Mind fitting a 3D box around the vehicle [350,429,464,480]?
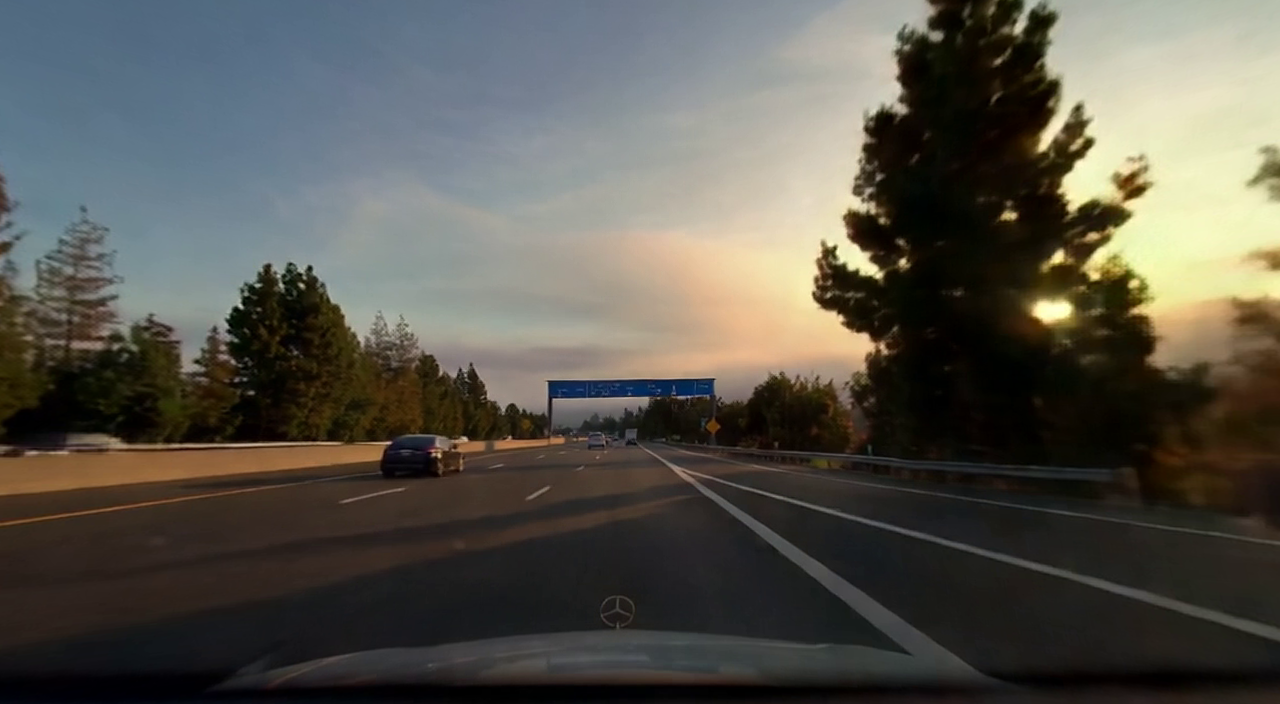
[{"bbox_3d":[-8.094,3.594,22.547,2.092,1.574,5.251,0,-8,0],"label":"vehicle"}]
